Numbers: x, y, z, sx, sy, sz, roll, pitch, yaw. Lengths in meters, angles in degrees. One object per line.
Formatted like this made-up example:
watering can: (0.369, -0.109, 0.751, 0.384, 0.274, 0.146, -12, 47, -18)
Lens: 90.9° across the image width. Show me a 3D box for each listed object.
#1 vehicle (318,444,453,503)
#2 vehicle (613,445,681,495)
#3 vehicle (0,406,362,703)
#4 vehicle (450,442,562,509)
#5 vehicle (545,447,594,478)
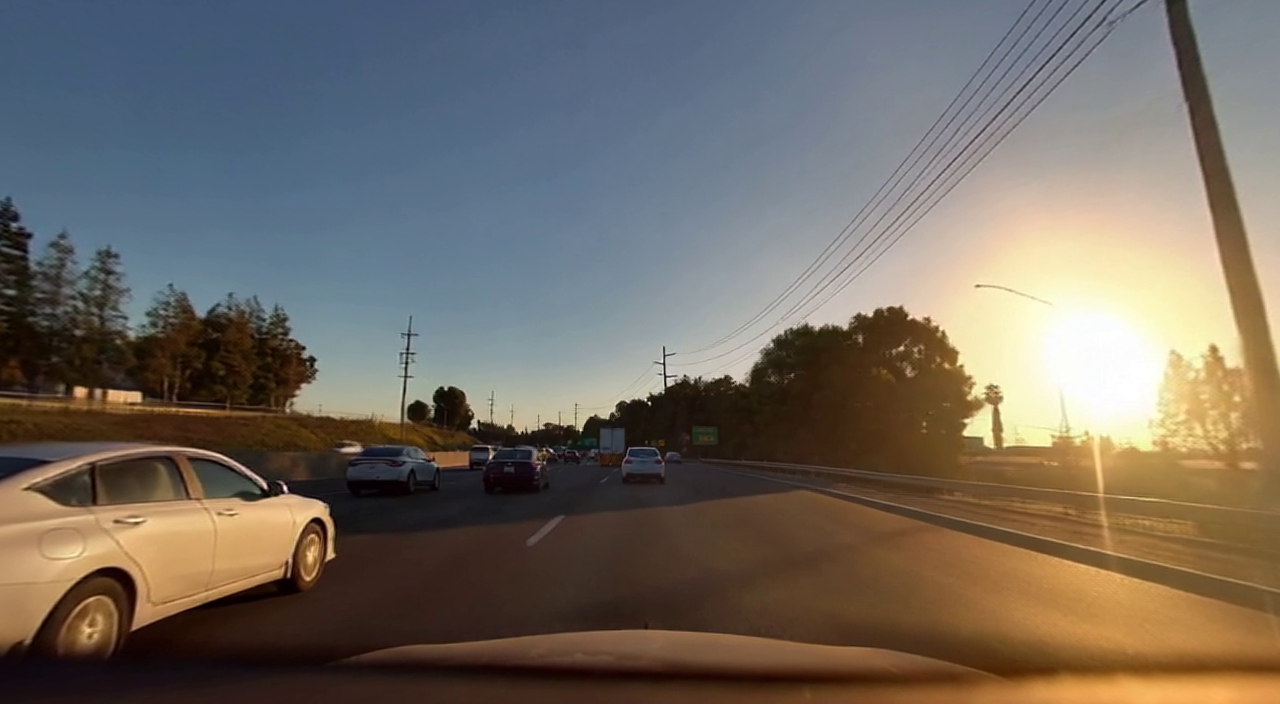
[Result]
vehicle: (-7.046, 3.389, 18.065, 1.867, 1.445, 4.499, 0, -9, 2)
vehicle: (0.180, 3.873, 21.186, 2.018, 1.470, 4.491, 0, -9, -1)
vehicle: (-3.645, 1.163, 3.823, 1.883, 1.500, 4.373, 0, -9, 1)
vehicle: (-3.254, 3.078, 16.188, 1.912, 1.464, 4.115, 0, -9, 1)
vehicle: (-3.496, 5.562, 32.041, 2.013, 1.437, 3.801, 0, -9, 0)
